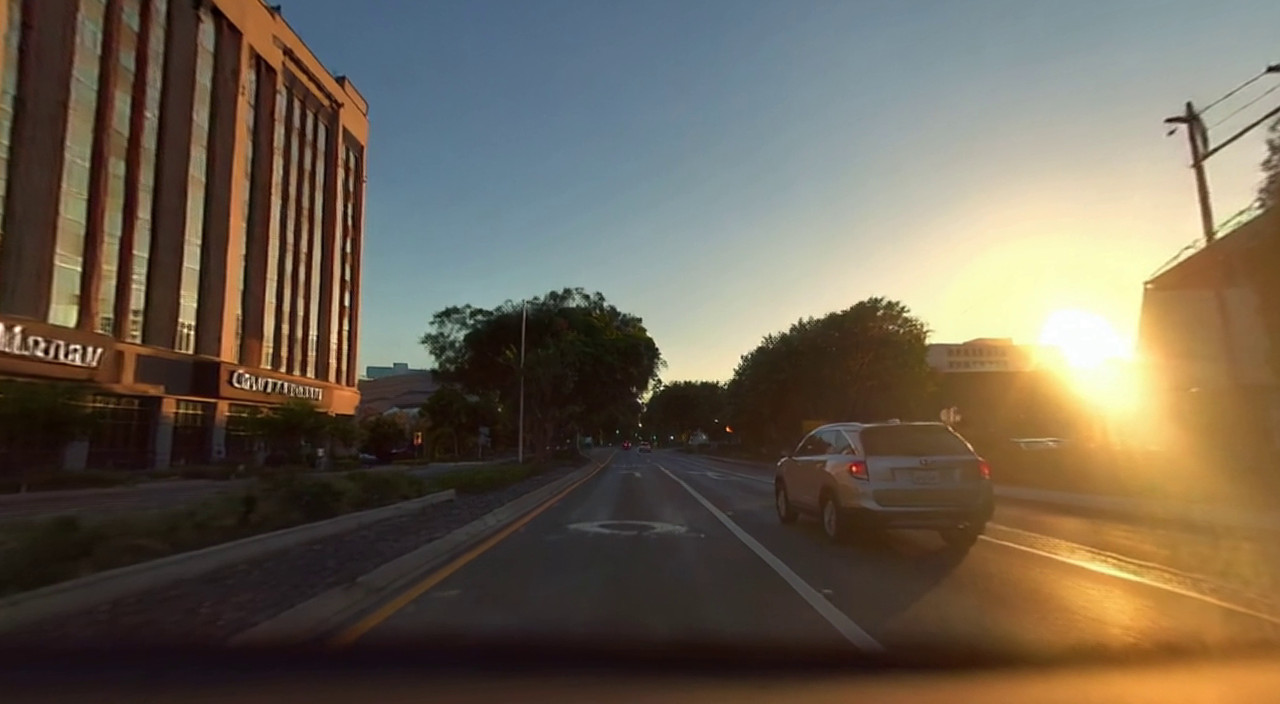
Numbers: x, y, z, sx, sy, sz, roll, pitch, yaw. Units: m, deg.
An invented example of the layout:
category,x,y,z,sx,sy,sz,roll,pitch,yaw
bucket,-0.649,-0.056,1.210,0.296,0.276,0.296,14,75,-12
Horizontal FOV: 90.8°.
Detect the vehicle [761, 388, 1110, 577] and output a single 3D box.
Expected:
category,x,y,z,sx,sy,sz,roll,pitch,yaw
vehicle,3.622,1.751,9.305,2.505,1.971,5.162,0,-9,-1
